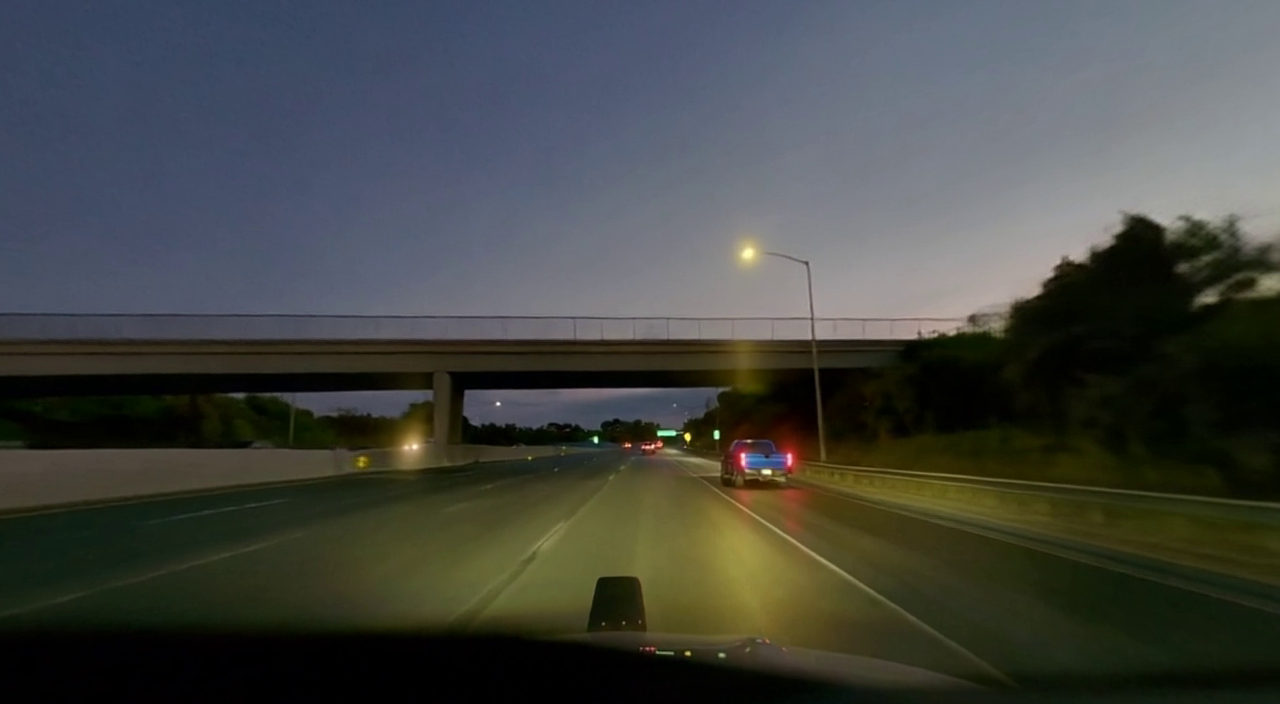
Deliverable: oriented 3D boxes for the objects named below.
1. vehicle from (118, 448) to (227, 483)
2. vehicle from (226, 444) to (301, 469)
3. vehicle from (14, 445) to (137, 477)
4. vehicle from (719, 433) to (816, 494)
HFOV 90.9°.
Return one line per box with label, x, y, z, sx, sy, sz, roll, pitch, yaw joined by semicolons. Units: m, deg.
vehicle;-20.150;4.885;27.369;1.788;1.380;3.674;0;-8;2
vehicle;-23.312;6.490;39.284;1.872;1.456;4.348;0;-8;2
vehicle;-27.245;5.244;30.663;1.890;1.450;4.280;0;-8;2
vehicle;3.820;3.439;19.878;2.010;1.637;4.940;0;-8;0
